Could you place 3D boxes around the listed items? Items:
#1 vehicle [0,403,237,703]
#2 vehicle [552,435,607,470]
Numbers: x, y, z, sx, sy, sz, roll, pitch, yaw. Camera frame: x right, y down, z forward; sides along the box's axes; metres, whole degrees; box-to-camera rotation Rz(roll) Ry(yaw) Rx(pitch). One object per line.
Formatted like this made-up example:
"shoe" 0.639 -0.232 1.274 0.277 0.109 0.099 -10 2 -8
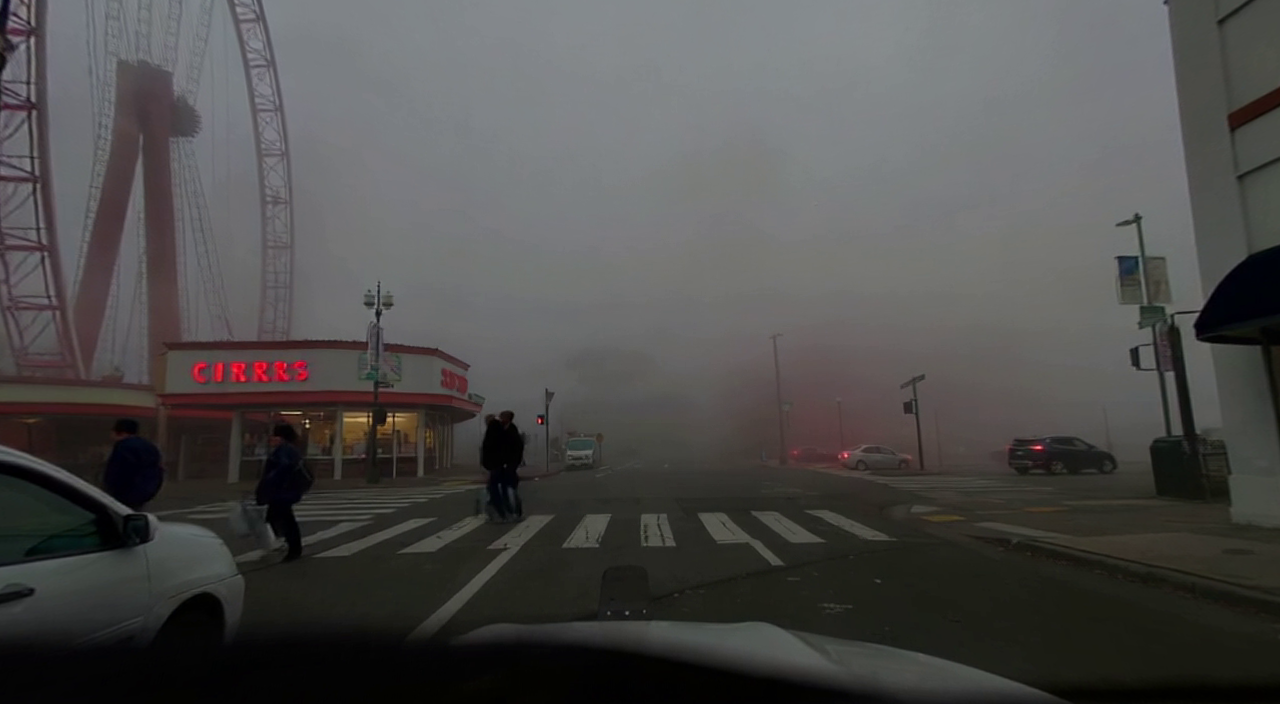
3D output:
"vehicle" -3.366 0.787 1.187 1.940 1.505 4.676 -1 -9 3
"vehicle" -3.938 6.381 40.254 2.549 2.000 5.699 2 -9 -15
